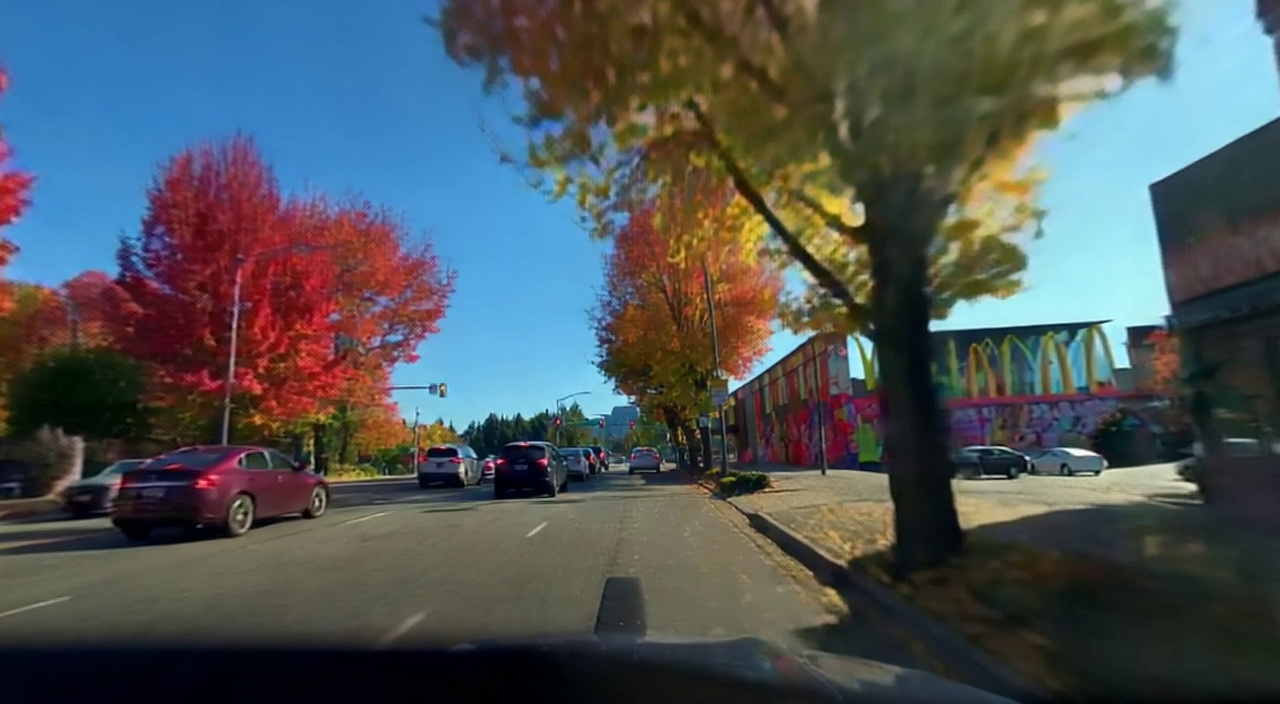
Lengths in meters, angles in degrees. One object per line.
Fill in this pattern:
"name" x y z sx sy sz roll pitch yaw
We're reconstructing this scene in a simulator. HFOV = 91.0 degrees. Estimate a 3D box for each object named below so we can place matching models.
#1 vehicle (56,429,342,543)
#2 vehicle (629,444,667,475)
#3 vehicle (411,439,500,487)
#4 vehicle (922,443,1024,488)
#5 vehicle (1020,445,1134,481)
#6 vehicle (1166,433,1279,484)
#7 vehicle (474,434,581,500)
"vehicle" -7.364 2.250 11.221 1.932 1.596 4.247 0 -9 1
"vehicle" 0.469 6.292 37.009 2.144 1.704 4.028 0 -9 1
"vehicle" -7.204 4.382 25.147 2.069 1.719 4.441 0 -9 2
"vehicle" 14.125 4.820 27.072 1.963 1.703 4.447 1 -9 0
"vehicle" 19.893 5.029 28.945 1.938 1.490 4.750 0 -9 2
"vehicle" 20.114 3.435 20.364 1.899 1.521 4.410 2 -9 -13
"vehicle" -3.115 3.309 18.490 2.165 1.663 4.513 0 -9 2
